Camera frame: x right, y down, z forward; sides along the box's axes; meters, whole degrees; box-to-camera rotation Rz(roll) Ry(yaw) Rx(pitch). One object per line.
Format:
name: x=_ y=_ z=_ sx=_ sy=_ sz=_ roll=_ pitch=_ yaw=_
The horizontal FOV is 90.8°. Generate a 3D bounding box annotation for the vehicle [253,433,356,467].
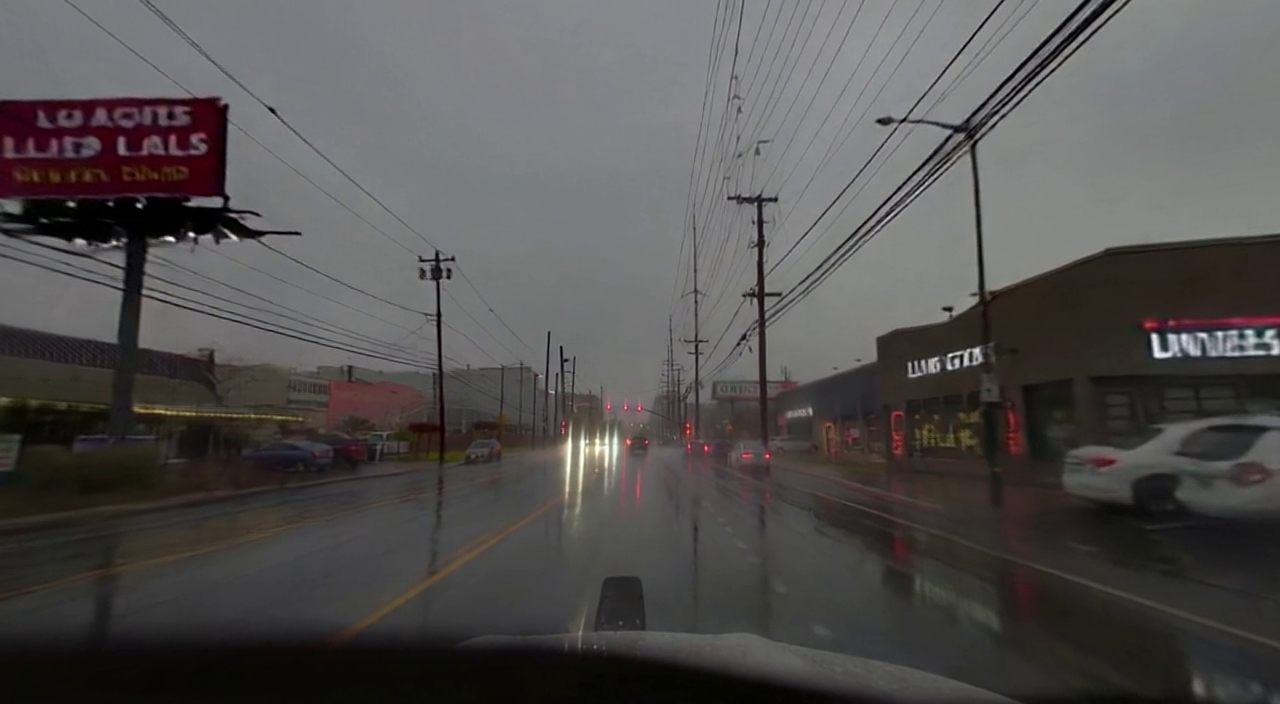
vehicle: x=-18.352 y=5.404 z=34.777 sx=4.455 sy=1.772 sz=2.048 roll=0 pitch=-8 yaw=-3

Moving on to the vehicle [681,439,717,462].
vehicle: x=3.952 y=6.682 z=43.075 sx=1.926 sy=1.482 sz=4.442 roll=0 pitch=-8 yaw=-1

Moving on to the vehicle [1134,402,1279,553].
vehicle: x=10.135 y=1.687 z=8.881 sx=4.603 sy=1.845 sz=2.040 roll=0 pitch=-8 yaw=-1
